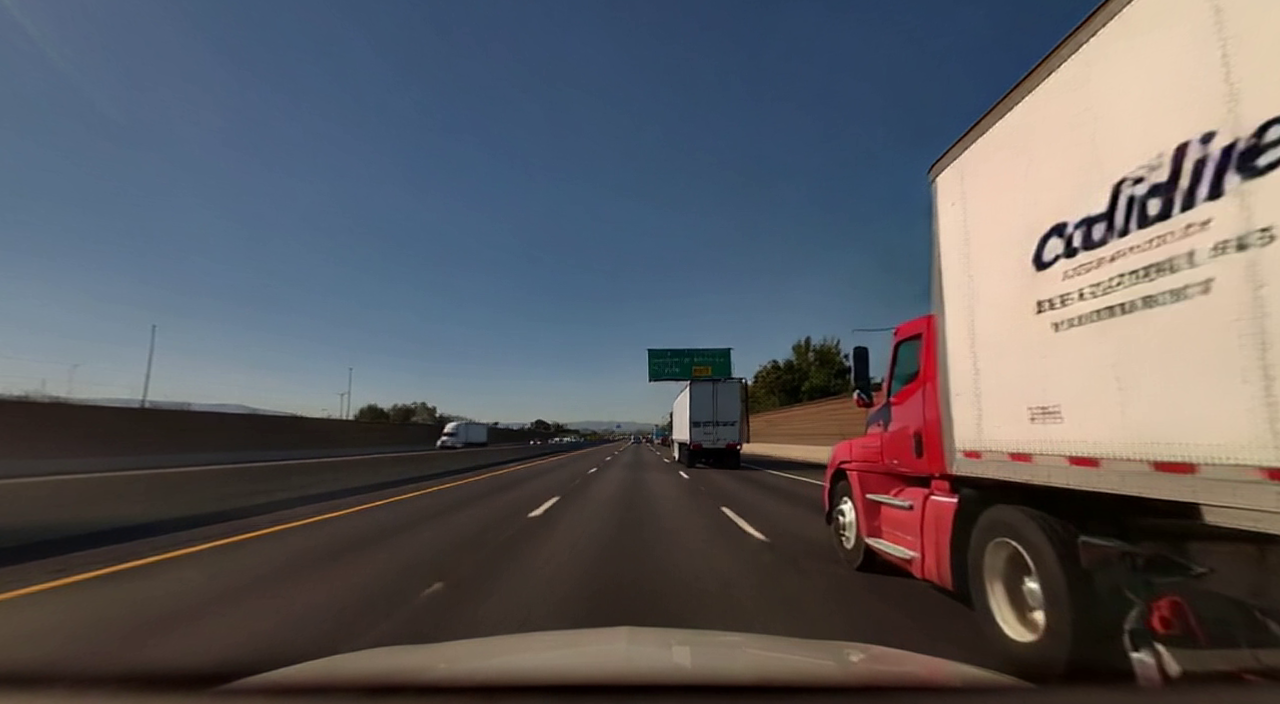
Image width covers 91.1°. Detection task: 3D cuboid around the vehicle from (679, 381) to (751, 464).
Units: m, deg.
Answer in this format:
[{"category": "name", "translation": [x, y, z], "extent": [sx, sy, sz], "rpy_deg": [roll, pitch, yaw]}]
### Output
[{"category": "vehicle", "translation": [3.856, 3.991, 34.512], "extent": [2.840, 3.947, 8.920], "rpy_deg": [0, -8, 0]}]
